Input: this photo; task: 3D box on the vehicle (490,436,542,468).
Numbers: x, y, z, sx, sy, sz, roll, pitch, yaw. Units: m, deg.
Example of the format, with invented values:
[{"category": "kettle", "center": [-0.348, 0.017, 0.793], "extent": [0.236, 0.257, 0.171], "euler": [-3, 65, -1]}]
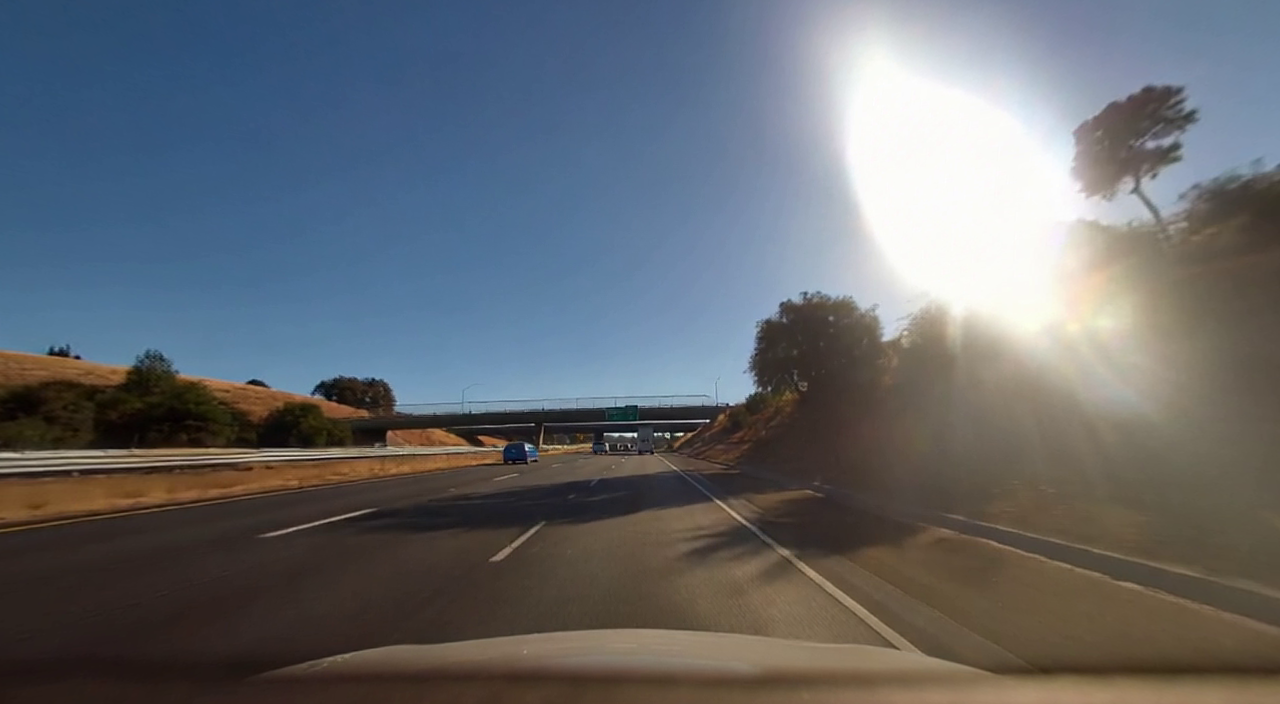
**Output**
[{"category": "vehicle", "center": [-7.180, 5.853, 36.886], "extent": [2.070, 1.738, 4.733], "euler": [0, -8, 0]}]
